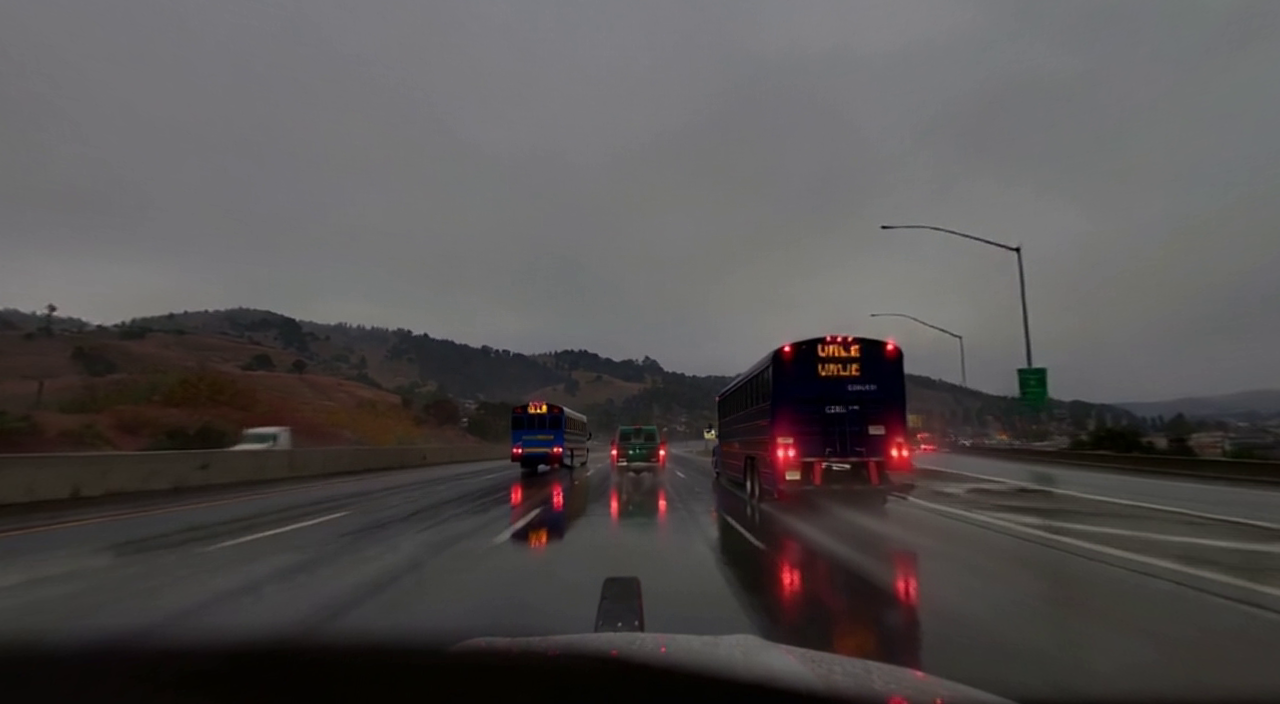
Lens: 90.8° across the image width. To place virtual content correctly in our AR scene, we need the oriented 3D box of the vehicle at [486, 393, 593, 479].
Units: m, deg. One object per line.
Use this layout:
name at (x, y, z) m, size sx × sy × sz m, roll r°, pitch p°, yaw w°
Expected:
vehicle at (-3.824, 3.548, 26.258) m, size 2.947 × 3.009 × 7.991 m, roll 0°, pitch -8°, yaw 1°

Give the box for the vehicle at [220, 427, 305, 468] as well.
vehicle at (-25.544, 6.490, 43.035) m, size 2.352 × 2.526 × 5.568 m, roll 0°, pitch -8°, yaw 0°

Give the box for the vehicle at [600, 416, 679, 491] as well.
vehicle at (-0.080, 2.943, 18.520) m, size 2.037 × 1.929 × 4.343 m, roll 0°, pitch -8°, yaw -2°

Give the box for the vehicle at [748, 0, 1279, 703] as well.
vehicle at (4.007, 0.325, 7.443) m, size 3.006 × 4.101 × 13.245 m, roll 0°, pitch -8°, yaw -1°
